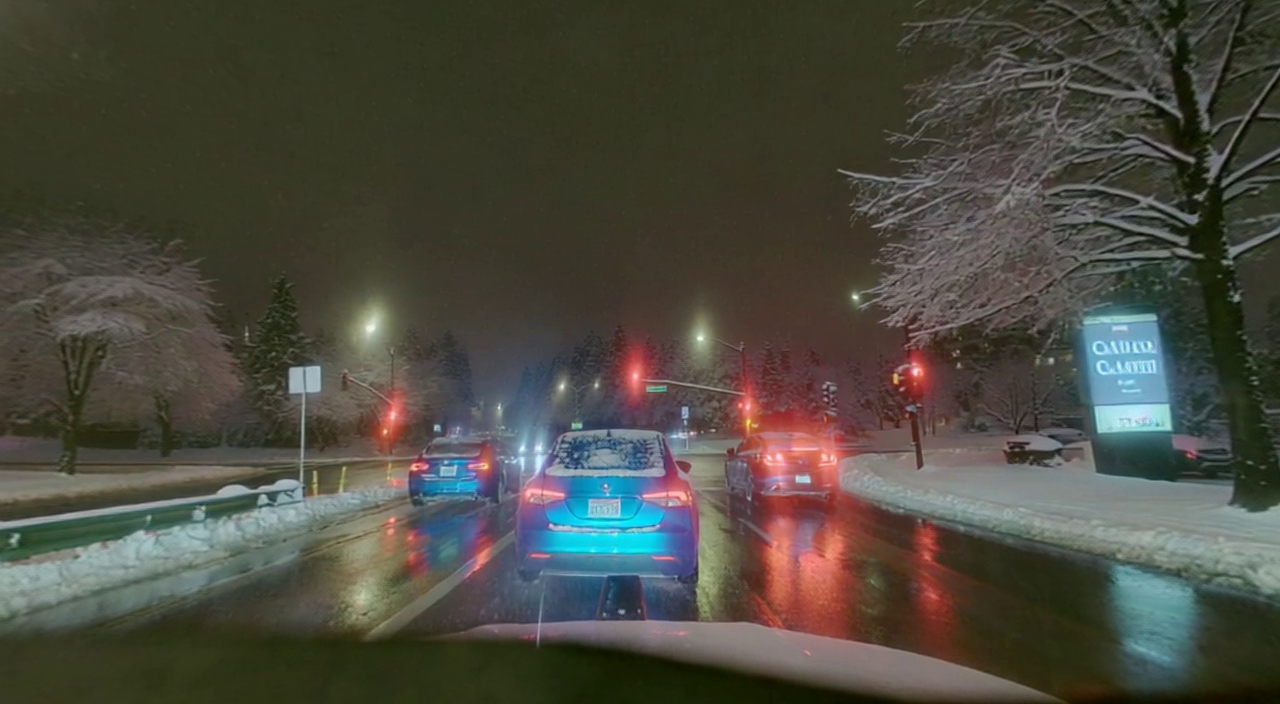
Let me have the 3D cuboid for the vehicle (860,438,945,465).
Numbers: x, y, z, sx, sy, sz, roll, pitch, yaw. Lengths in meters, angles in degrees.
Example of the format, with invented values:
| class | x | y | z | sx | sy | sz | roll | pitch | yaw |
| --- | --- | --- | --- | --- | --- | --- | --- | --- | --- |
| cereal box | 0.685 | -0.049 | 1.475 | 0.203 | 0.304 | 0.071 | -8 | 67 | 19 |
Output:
| class | x | y | z | sx | sy | sz | roll | pitch | yaw |
| --- | --- | --- | --- | --- | --- | --- | --- | --- | --- |
| vehicle | 16.088 | 6.091 | 38.846 | 4.419 | 1.619 | 1.894 | 1 | -9 | -8 |

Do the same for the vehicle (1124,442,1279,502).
| class | x | y | z | sx | sy | sz | roll | pitch | yaw |
| --- | --- | --- | --- | --- | --- | --- | --- | --- | --- |
| vehicle | 15.182 | 3.035 | 16.272 | 3.951 | 1.418 | 1.842 | 0 | -8 | -3 |

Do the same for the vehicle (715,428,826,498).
| class | x | y | z | sx | sy | sz | roll | pitch | yaw |
| --- | --- | --- | --- | --- | --- | --- | --- | --- | --- |
| vehicle | 3.421 | 3.012 | 17.511 | 2.028 | 1.678 | 4.220 | 0 | -8 | -2 |

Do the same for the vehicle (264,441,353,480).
| class | x | y | z | sx | sy | sz | roll | pitch | yaw |
| --- | --- | --- | --- | --- | --- | --- | --- | --- | --- |
| vehicle | -16.441 | 5.393 | 31.629 | 2.101 | 1.776 | 4.550 | 0 | -8 | -2 |

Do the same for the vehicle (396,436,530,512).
| class | x | y | z | sx | sy | sz | roll | pitch | yaw |
| --- | --- | --- | --- | --- | --- | --- | --- | --- | --- |
| vehicle | -3.780 | 2.658 | 14.255 | 1.998 | 1.452 | 3.773 | 0 | -8 | -1 |

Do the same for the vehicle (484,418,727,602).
| class | x | y | z | sx | sy | sz | roll | pitch | yaw |
| --- | --- | --- | --- | --- | --- | --- | --- | --- | --- |
| vehicle | -0.353 | 1.645 | 7.506 | 2.045 | 1.533 | 4.183 | 0 | -8 | -2 |
